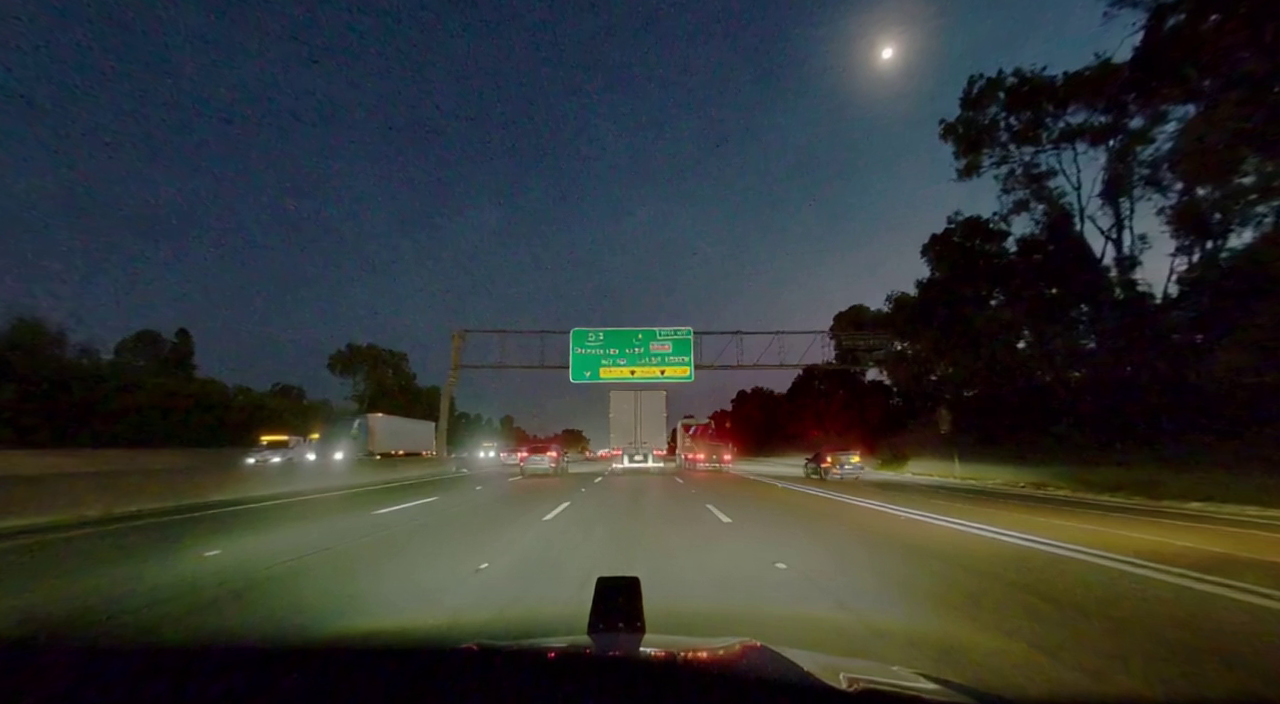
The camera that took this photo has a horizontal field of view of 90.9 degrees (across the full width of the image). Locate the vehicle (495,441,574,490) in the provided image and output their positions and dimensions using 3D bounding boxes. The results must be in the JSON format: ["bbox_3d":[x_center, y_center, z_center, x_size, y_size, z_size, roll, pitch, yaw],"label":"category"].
[{"bbox_3d":[-3.569,3.928,22.117,2.061,1.555,3.900,0,-9,0],"label":"vehicle"}]

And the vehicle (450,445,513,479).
[{"bbox_3d":[-7.362,5.163,29.689,1.926,1.482,3.959,0,-9,1],"label":"vehicle"}]

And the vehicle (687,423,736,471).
[{"bbox_3d":[4.556,6.138,40.699,2.565,2.902,3.798,0,-9,-2],"label":"vehicle"}]

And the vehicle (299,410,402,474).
[{"bbox_3d":[-18.373,5.844,40.678,3.084,3.687,7.389,0,-9,-1],"label":"vehicle"}]

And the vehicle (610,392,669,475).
[{"bbox_3d":[-0.119,4.946,37.118,2.875,4.056,12.312,0,-9,-1],"label":"vehicle"}]
